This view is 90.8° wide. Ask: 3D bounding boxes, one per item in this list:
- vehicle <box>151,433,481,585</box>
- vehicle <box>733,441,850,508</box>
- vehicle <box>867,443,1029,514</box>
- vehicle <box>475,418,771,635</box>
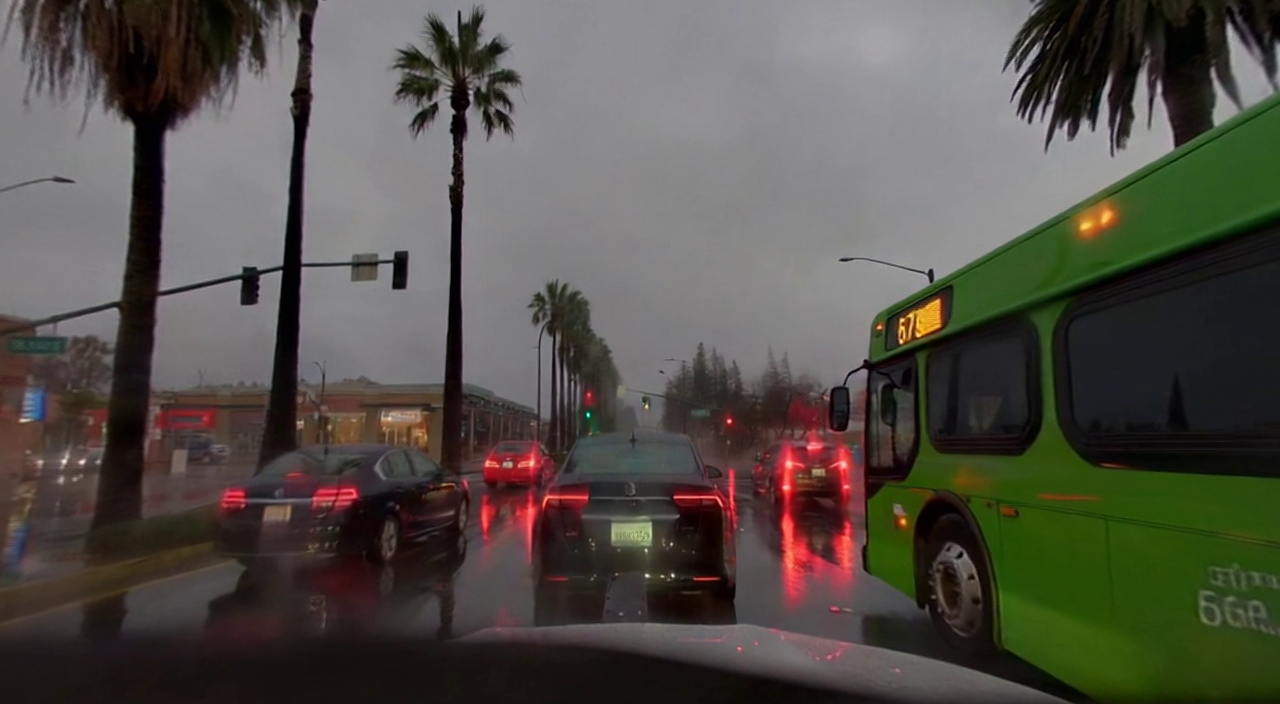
[{"bbox_3d":[-3.589,1.796,8.090,1.919,1.415,4.178,0,-9,1],"label":"vehicle"},{"bbox_3d":[3.735,3.087,16.418,1.989,1.467,4.364,0,-9,0],"label":"vehicle"},{"bbox_3d":[7.829,3.231,16.638,2.181,1.607,4.236,0,-9,1],"label":"vehicle"},{"bbox_3d":[-0.123,1.509,6.402,2.060,1.499,3.831,0,-9,0],"label":"vehicle"}]
